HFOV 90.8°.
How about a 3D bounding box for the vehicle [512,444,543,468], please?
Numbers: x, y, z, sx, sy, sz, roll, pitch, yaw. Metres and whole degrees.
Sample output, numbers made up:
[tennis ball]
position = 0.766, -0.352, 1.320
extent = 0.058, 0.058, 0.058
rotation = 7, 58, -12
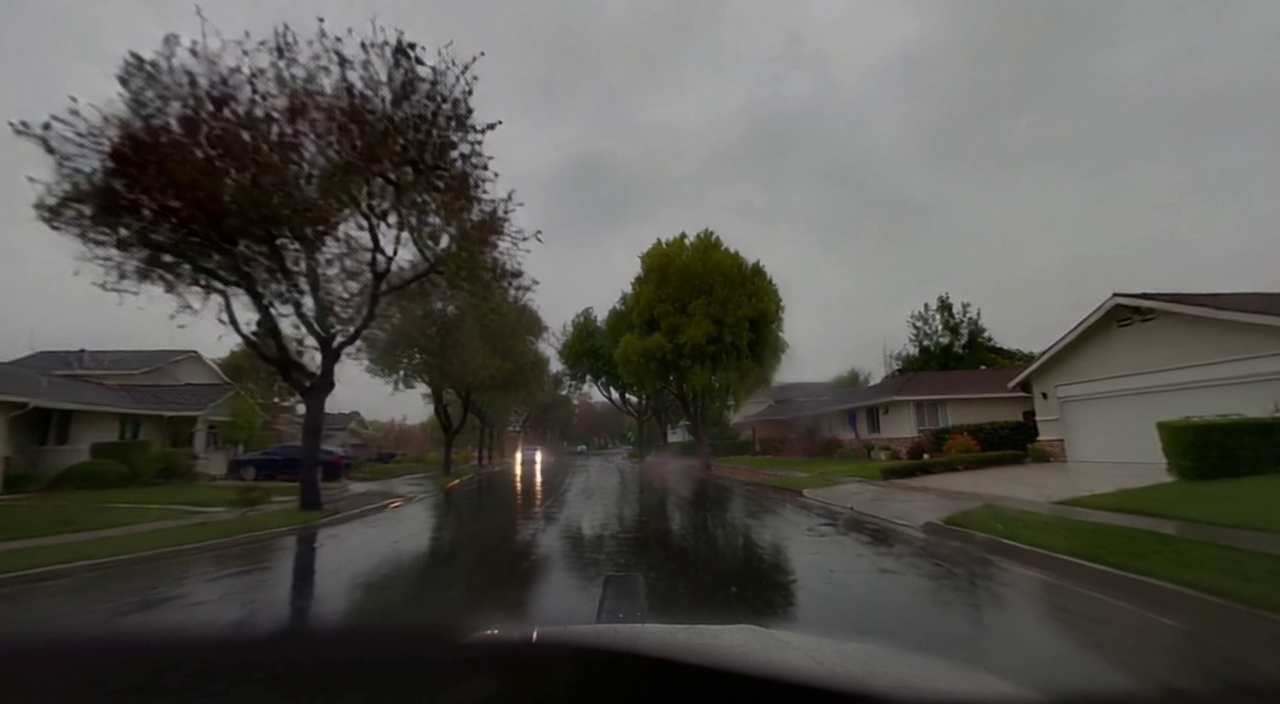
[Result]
[vehicle]
position = -8.774, 8.085, 49.440
extent = 2.217, 1.751, 4.763
rotation = 1, -9, -8
